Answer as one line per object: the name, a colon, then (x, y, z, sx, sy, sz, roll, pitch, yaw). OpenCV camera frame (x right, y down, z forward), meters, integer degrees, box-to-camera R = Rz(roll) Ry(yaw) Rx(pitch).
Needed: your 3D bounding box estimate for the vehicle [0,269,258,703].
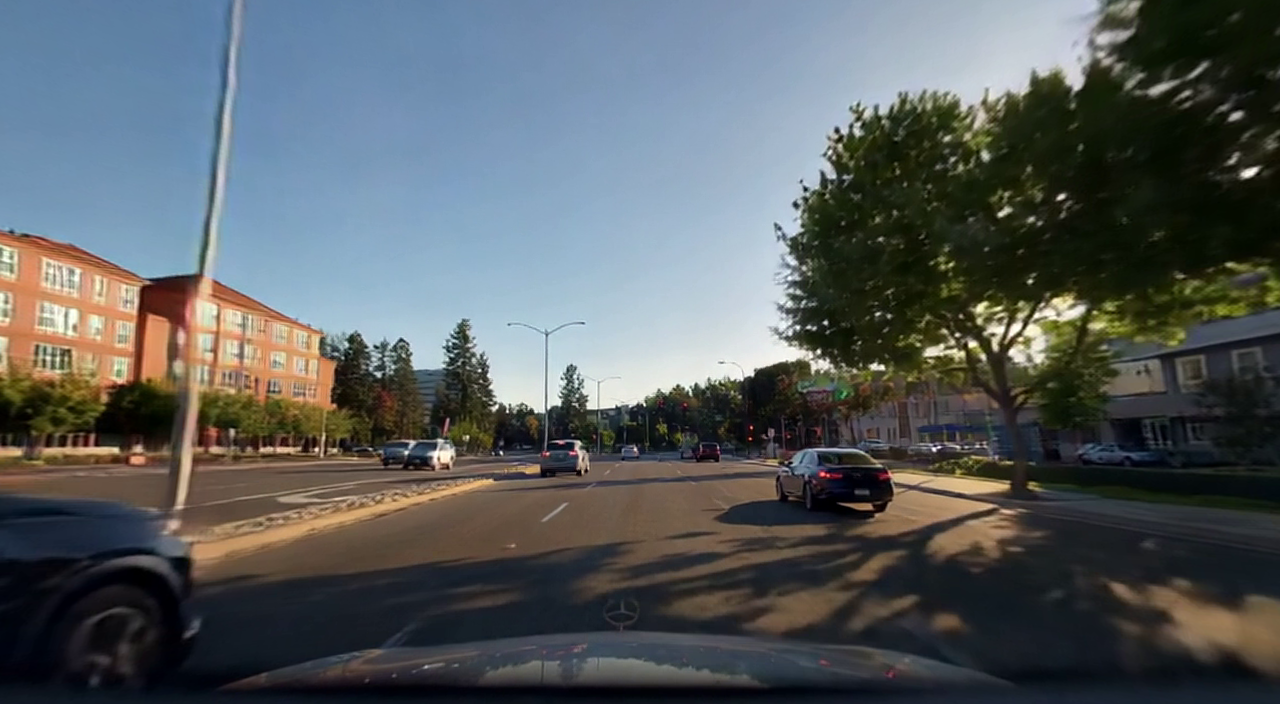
vehicle: (-3.264, 0.466, 0.591, 2.450, 1.866, 5.416, 0, -9, -1)

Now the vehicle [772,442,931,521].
vehicle: (4.474, 2.791, 14.227, 1.960, 1.471, 4.378, 0, -9, -1)

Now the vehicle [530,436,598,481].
vehicle: (-3.257, 4.706, 28.204, 2.305, 1.833, 4.912, 0, -9, 1)

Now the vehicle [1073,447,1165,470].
vehicle: (31.328, 6.955, 41.400, 4.274, 1.448, 2.050, 0, -9, 1)
